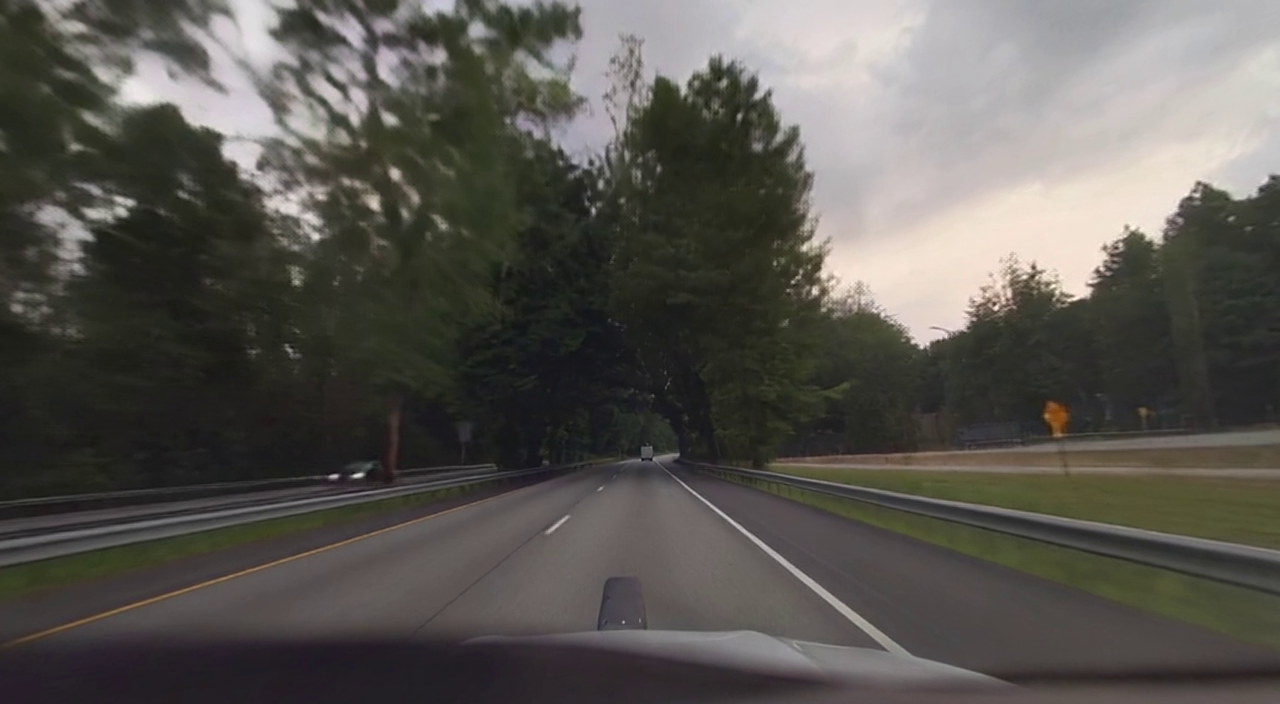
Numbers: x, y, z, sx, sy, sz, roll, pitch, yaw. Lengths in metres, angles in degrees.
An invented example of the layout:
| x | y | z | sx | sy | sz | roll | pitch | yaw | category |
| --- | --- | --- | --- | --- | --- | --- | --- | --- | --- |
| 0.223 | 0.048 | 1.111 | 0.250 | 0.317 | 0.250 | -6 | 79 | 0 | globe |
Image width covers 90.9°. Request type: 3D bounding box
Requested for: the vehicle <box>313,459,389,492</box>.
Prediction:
| x | y | z | sx | sy | sz | roll | pitch | yaw | category |
| --- | --- | --- | --- | --- | --- | --- | --- | --- | --- |
| -14.517 | 6.207 | 31.930 | 1.841 | 1.465 | 4.007 | 0 | -9 | 2 | vehicle |
